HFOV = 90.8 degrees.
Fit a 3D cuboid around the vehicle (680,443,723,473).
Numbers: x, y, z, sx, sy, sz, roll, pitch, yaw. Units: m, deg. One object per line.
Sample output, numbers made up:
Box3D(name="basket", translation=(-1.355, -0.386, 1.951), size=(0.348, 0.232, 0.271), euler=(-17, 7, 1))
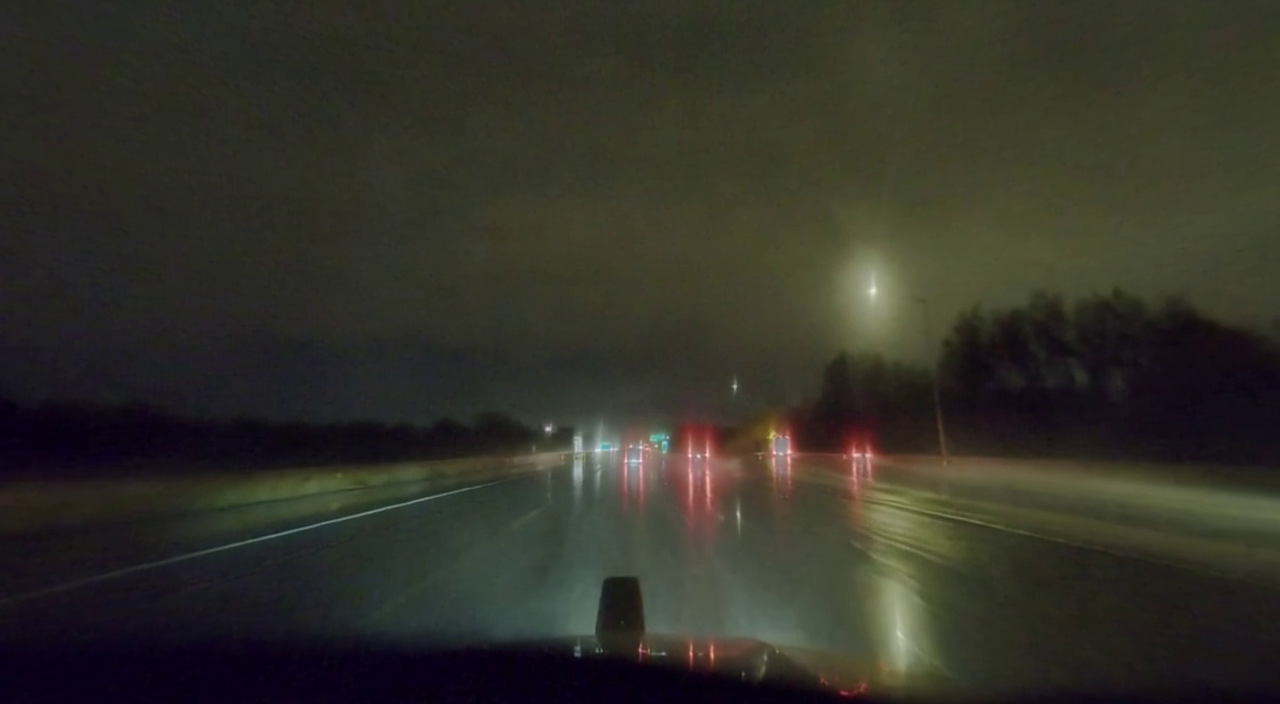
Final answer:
Box3D(name="vehicle", translation=(3.753, 6.559, 39.326), size=(2.133, 1.746, 4.511), euler=(0, -9, 0))
